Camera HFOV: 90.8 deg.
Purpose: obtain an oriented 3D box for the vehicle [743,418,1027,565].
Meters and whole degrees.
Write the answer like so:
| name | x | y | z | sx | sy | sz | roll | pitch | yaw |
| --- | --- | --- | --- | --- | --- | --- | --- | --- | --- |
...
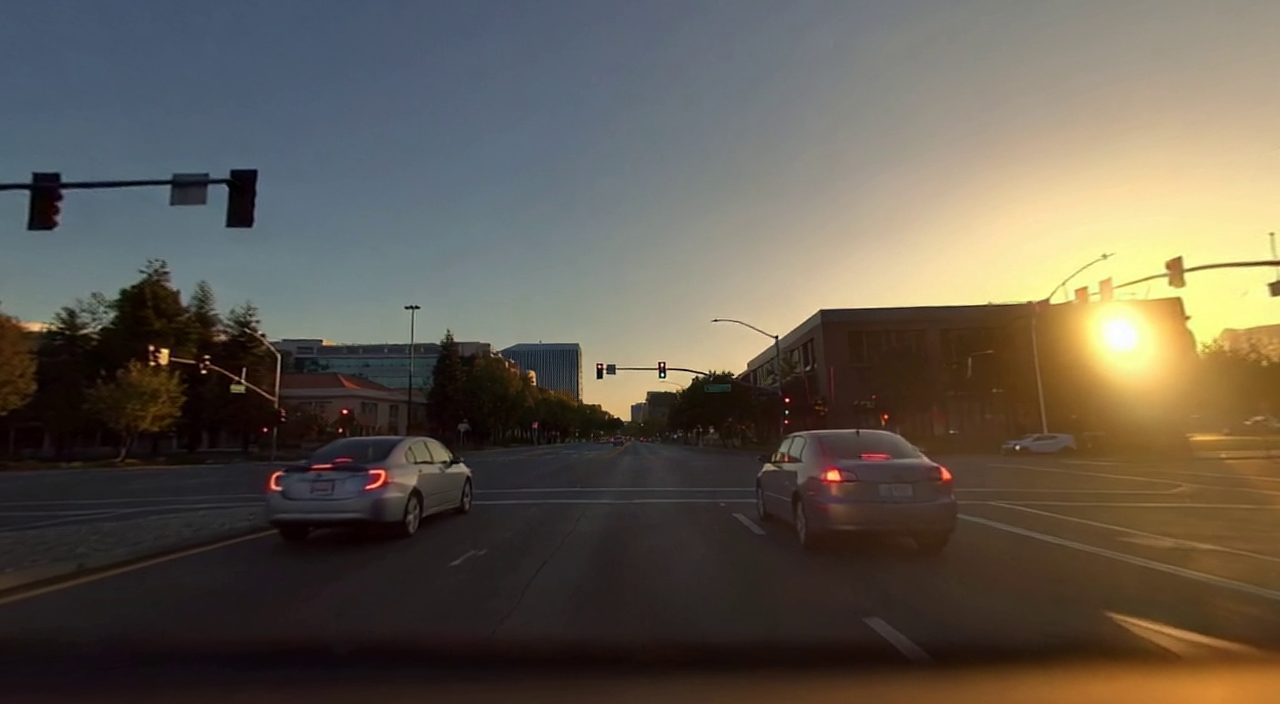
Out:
| name | x | y | z | sx | sy | sz | roll | pitch | yaw |
| --- | --- | --- | --- | --- | --- | --- | --- | --- | --- |
| vehicle | 2.950 | 1.804 | 9.025 | 2.130 | 1.524 | 4.722 | 0 | -8 | 0 |

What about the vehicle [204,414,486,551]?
| name | x | y | z | sx | sy | sz | roll | pitch | yaw |
| --- | --- | --- | --- | --- | --- | --- | --- | --- | --- |
| vehicle | -3.898 | 1.806 | 9.454 | 1.973 | 1.526 | 4.533 | 0 | -8 | 1 |
